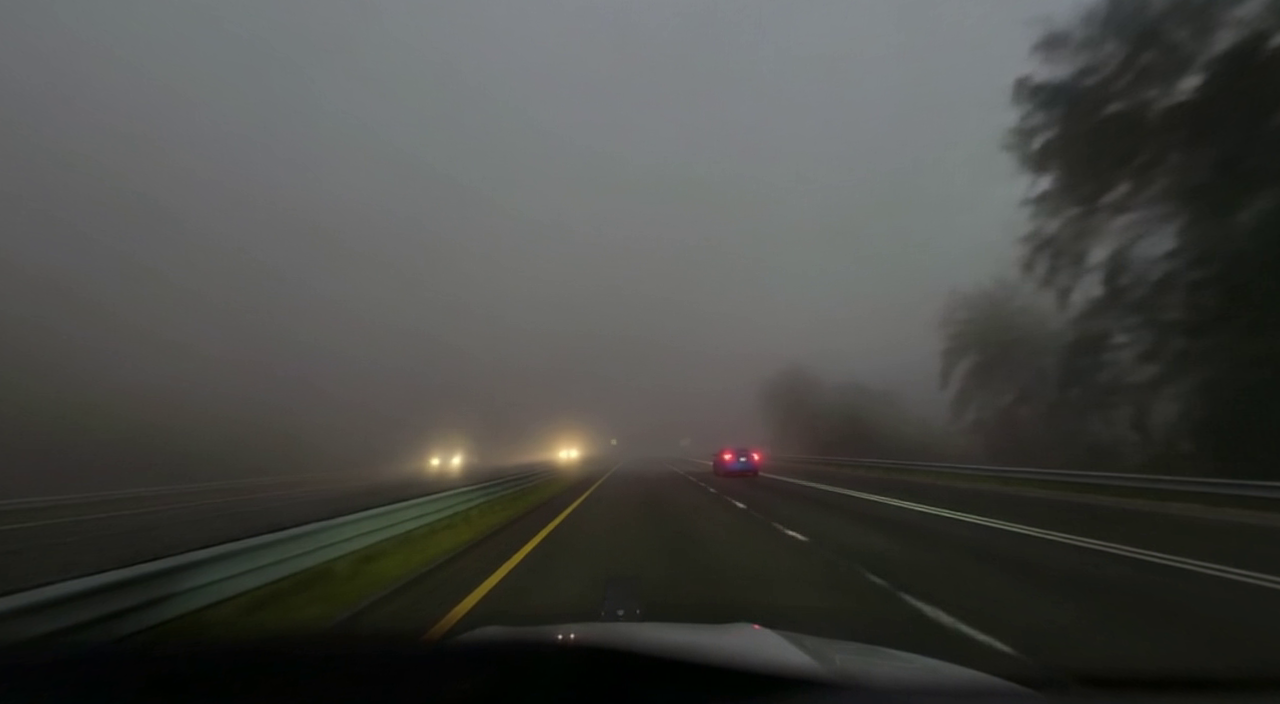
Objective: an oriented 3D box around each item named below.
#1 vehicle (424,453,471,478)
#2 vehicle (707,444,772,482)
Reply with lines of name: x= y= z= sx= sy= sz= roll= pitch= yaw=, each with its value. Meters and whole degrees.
vehicle: x=-13.933 y=8.204 z=45.650 sx=2.002 sy=1.675 sz=4.474 roll=-1 pitch=-9 yaw=0
vehicle: x=4.106 y=4.671 z=26.634 sx=1.981 sy=1.440 sz=4.125 roll=0 pitch=-9 yaw=-1
